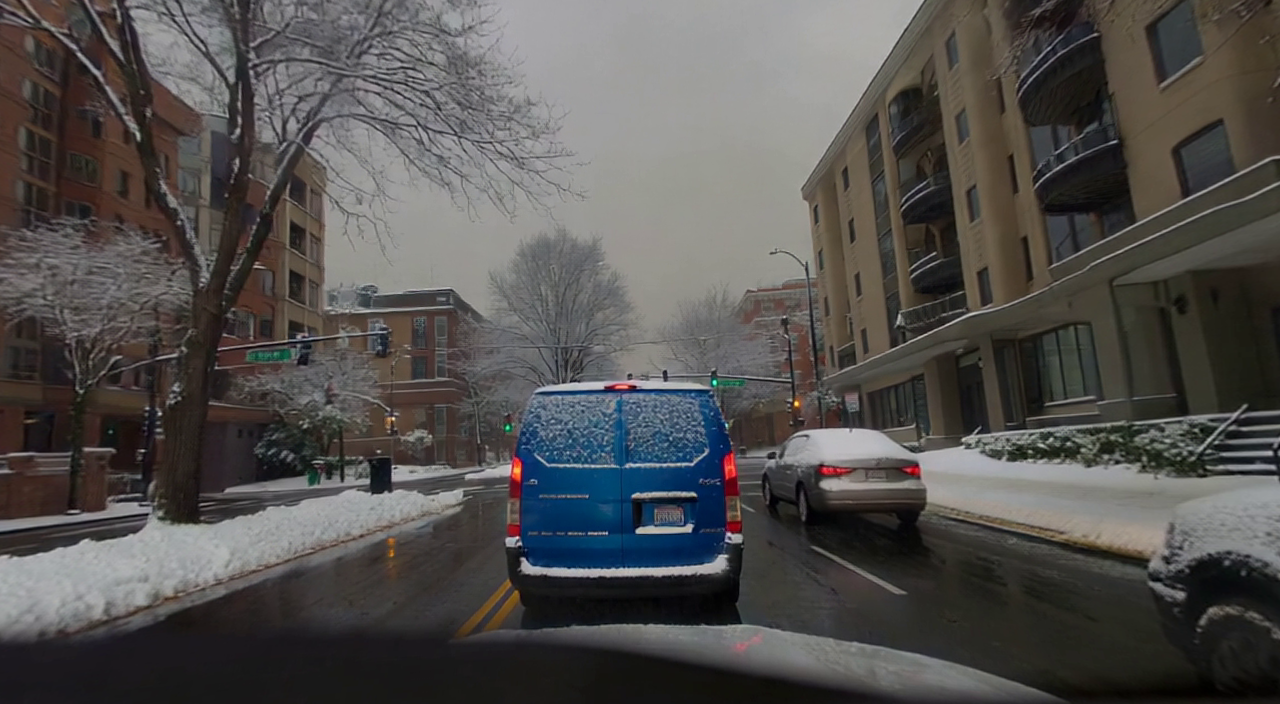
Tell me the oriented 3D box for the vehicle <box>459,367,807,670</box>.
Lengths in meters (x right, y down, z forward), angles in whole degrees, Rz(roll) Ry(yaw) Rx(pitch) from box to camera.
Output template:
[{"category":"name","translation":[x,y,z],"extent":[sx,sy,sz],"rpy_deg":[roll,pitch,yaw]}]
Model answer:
[{"category":"vehicle","translation":[-0.034,1.329,6.047],"extent":[2.101,1.828,4.270],"rpy_deg":[0,-9,0]}]

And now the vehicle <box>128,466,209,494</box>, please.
[{"category":"vehicle","translation":[-33.226,9.062,44.530],"extent":[4.292,1.492,1.772],"rpy_deg":[-6,-14,-1]}]

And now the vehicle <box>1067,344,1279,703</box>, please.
[{"category":"vehicle","translation":[3.808,0.724,1.885],"extent":[2.157,1.748,4.130],"rpy_deg":[0,-9,1]}]

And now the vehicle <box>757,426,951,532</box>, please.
[{"category":"vehicle","translation":[3.888,2.394,12.557],"extent":[2.061,1.676,4.734],"rpy_deg":[0,-9,-2]}]

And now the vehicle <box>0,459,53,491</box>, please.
[{"category":"vehicle","translation":[-35.516,6.843,35.174],"extent":[3.843,1.680,1.782],"rpy_deg":[-1,-9,5]}]

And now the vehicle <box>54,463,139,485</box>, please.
[{"category":"vehicle","translation":[-38.437,8.637,44.652],"extent":[4.396,1.458,1.809],"rpy_deg":[-1,-9,2]}]
